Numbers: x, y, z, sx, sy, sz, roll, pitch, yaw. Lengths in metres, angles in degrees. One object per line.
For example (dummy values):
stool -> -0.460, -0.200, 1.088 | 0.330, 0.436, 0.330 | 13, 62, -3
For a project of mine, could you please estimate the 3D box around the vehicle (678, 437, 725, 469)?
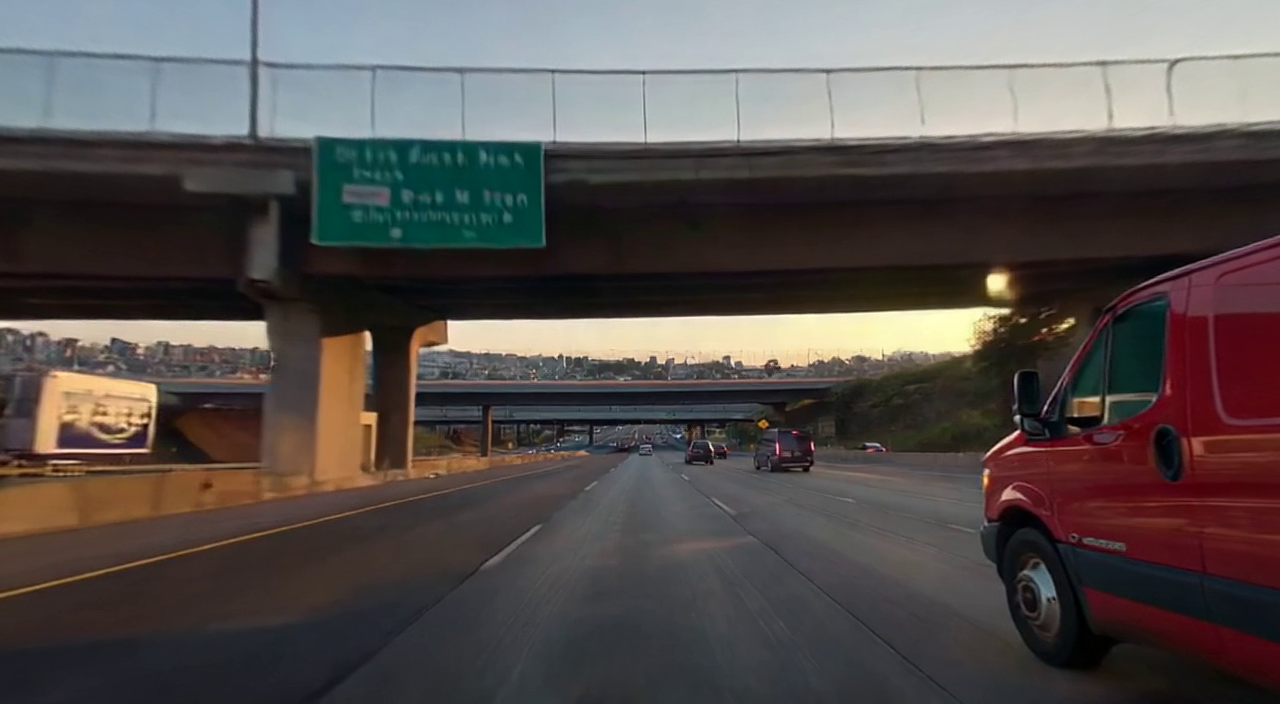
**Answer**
vehicle -> 4.054, 6.777, 42.642 | 2.464, 1.961, 5.520 | 0, -8, -1

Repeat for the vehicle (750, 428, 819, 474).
vehicle -> 7.451, 5.200, 33.249 | 2.301, 2.203, 5.419 | 0, -8, -1

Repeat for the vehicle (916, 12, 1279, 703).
vehicle -> 3.307, 0.133, 1.104 | 2.436, 2.745, 7.034 | 0, -8, 0
